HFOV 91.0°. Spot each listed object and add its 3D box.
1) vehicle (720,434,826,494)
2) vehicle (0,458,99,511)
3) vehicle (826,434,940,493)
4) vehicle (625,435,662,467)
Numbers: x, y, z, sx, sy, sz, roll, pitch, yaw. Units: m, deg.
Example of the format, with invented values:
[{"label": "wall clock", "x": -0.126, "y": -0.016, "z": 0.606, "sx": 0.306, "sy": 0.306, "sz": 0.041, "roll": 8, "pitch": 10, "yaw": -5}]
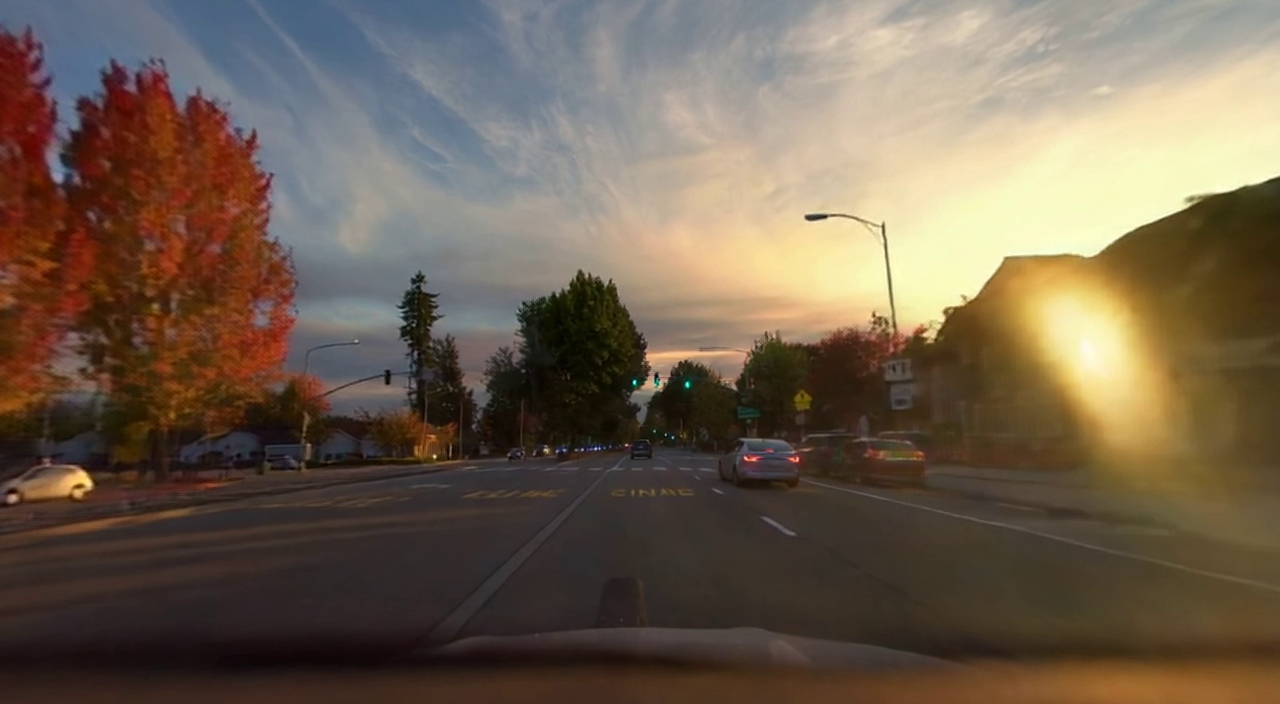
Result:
[{"label": "vehicle", "x": 3.759, "y": 3.278, "z": 18.720, "sx": 2.178, "sy": 1.546, "sz": 4.311, "roll": 0, "pitch": -9, "yaw": 0}, {"label": "vehicle", "x": -22.406, "y": 4.701, "z": 22.617, "sx": 1.915, "sy": 1.686, "sz": 4.422, "roll": 0, "pitch": -9, "yaw": 2}, {"label": "vehicle", "x": 7.261, "y": 3.361, "z": 19.304, "sx": 1.876, "sy": 1.598, "sz": 4.171, "roll": 0, "pitch": -9, "yaw": 1}, {"label": "vehicle", "x": 0.197, "y": 6.267, "z": 39.961, "sx": 2.239, "sy": 1.856, "sz": 4.815, "roll": 0, "pitch": -9, "yaw": 0}]
